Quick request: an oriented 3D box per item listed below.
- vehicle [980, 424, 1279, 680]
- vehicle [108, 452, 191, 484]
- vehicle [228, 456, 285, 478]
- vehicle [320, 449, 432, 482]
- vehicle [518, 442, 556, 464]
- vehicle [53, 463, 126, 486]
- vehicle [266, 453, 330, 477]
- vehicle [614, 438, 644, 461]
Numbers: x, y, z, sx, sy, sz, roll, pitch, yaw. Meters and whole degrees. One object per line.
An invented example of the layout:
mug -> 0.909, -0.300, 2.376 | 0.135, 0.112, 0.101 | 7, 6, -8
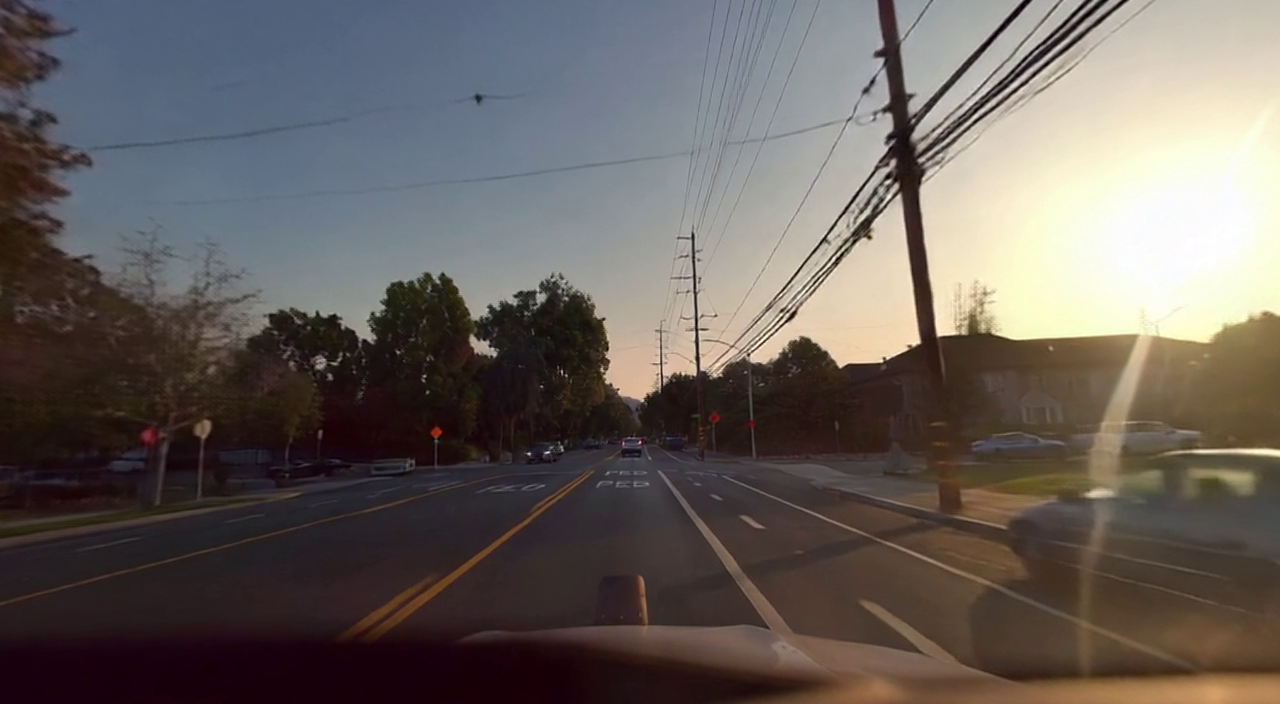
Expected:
vehicle -> 4.742, 1.305, 4.633 | 1.987, 1.479, 4.562 | 0, -9, 1
vehicle -> -36.563, 8.623, 47.304 | 2.162, 2.070, 5.031 | -3, -7, 1
vehicle -> -28.229, 8.471, 46.626 | 1.806, 1.503, 3.853 | 0, -9, -2
vehicle -> -14.181, 6.119, 34.215 | 5.190, 1.502, 2.085 | -3, -8, -1
vehicle -> -7.457, 7.370, 46.166 | 2.034, 1.464, 4.438 | 0, -8, 0
vehicle -> -40.001, 8.894, 46.021 | 1.728, 1.456, 3.782 | -1, -9, 3
vehicle -> -25.331, 8.344, 47.061 | 1.932, 1.627, 4.948 | 0, -8, 1
vehicle -> -0.711, 6.501, 42.272 | 1.877, 1.448, 3.830 | 0, -9, -1
